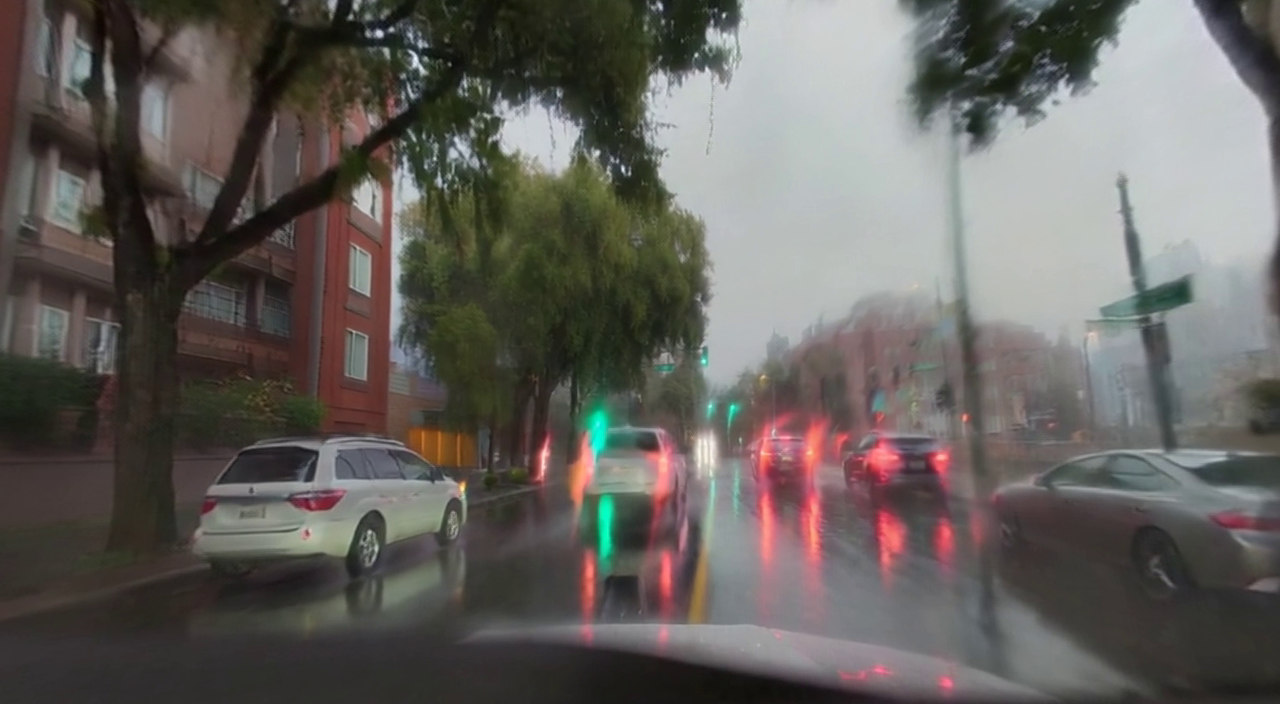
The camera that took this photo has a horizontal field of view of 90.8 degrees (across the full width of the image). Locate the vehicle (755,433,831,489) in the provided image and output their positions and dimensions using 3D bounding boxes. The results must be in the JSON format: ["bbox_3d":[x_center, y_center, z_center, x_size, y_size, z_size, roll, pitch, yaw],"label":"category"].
[{"bbox_3d":[4.874,3.498,20.618,2.111,1.619,4.077,-2,-9,10],"label":"vehicle"}]

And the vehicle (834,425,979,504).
[{"bbox_3d":[7.002,3.008,17.378,2.093,1.815,5.441,-1,-9,6],"label":"vehicle"}]

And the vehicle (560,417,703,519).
[{"bbox_3d":[0.083,2.506,14.226,2.333,1.832,5.200,-2,-9,9],"label":"vehicle"}]

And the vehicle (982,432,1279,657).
[{"bbox_3d":[5.328,1.558,6.212,1.937,1.442,4.338,-1,-9,7],"label":"vehicle"}]

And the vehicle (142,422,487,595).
[{"bbox_3d":[-4.028,1.977,8.947,2.013,1.772,4.439,-2,-9,9],"label":"vehicle"}]

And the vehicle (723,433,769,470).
[{"bbox_3d":[5.237,4.986,31.719,2.111,1.705,4.093,-1,-9,7],"label":"vehicle"}]
